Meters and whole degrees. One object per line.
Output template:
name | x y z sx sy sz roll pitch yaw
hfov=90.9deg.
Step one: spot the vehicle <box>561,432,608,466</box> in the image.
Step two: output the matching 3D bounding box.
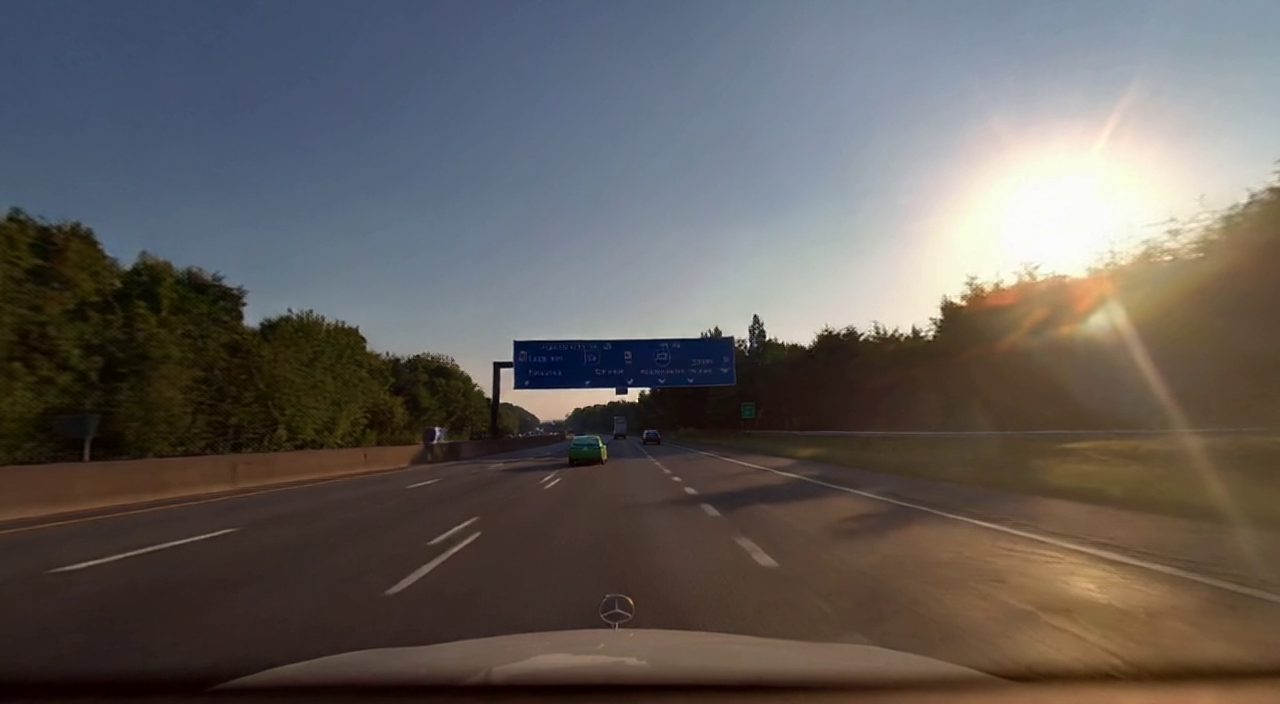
vehicle | -2.595 4.591 30.189 2.000 1.491 3.913 0 -8 -1
